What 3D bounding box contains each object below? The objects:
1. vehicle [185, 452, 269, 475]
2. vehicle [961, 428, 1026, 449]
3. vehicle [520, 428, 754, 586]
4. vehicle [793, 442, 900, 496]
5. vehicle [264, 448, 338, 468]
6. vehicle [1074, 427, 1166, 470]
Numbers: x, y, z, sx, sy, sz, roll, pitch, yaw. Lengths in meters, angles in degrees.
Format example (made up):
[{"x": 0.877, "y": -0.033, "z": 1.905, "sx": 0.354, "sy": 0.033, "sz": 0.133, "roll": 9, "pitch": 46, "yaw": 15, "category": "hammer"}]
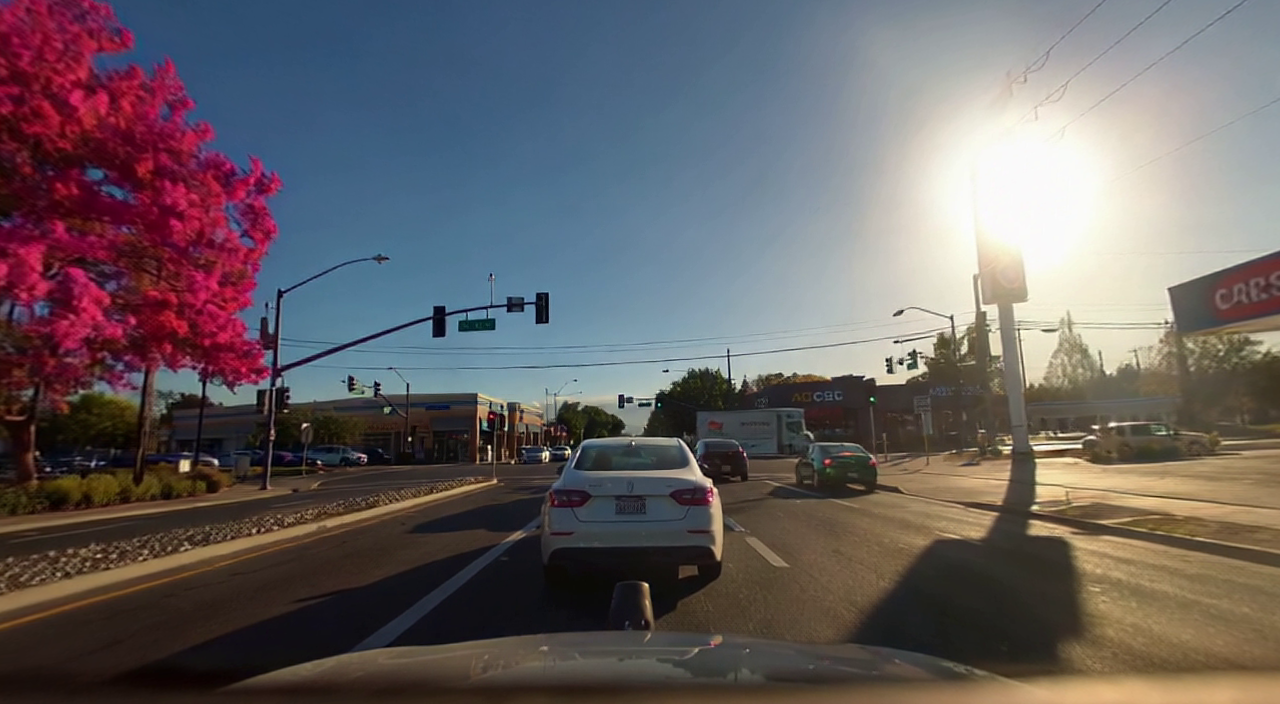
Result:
[{"x": -27.957, "y": 7.542, "z": 42.722, "sx": 4.609, "sy": 1.465, "sz": 1.944, "roll": -2, "pitch": -8, "yaw": 11, "category": "vehicle"}, {"x": 27.580, "y": 6.740, "z": 49.235, "sx": 3.968, "sy": 1.572, "sz": 1.740, "roll": 0, "pitch": -8, "yaw": 3, "category": "vehicle"}, {"x": -0.055, "y": 1.773, "z": 8.082, "sx": 2.213, "sy": 1.482, "sz": 4.057, "roll": 0, "pitch": -8, "yaw": -1, "category": "vehicle"}, {"x": 6.413, "y": 3.641, "z": 20.162, "sx": 1.942, "sy": 1.511, "sz": 4.390, "roll": 0, "pitch": -8, "yaw": 0, "category": "vehicle"}, {"x": -26.747, "y": 8.366, "z": 49.754, "sx": 4.806, "sy": 1.472, "sz": 1.886, "roll": -1, "pitch": -8, "yaw": 5, "category": "vehicle"}, {"x": 18.549, "y": 3.684, "z": 24.270, "sx": 4.300, "sy": 1.495, "sz": 2.053, "roll": 8, "pitch": -12, "yaw": -43, "category": "vehicle"}]
